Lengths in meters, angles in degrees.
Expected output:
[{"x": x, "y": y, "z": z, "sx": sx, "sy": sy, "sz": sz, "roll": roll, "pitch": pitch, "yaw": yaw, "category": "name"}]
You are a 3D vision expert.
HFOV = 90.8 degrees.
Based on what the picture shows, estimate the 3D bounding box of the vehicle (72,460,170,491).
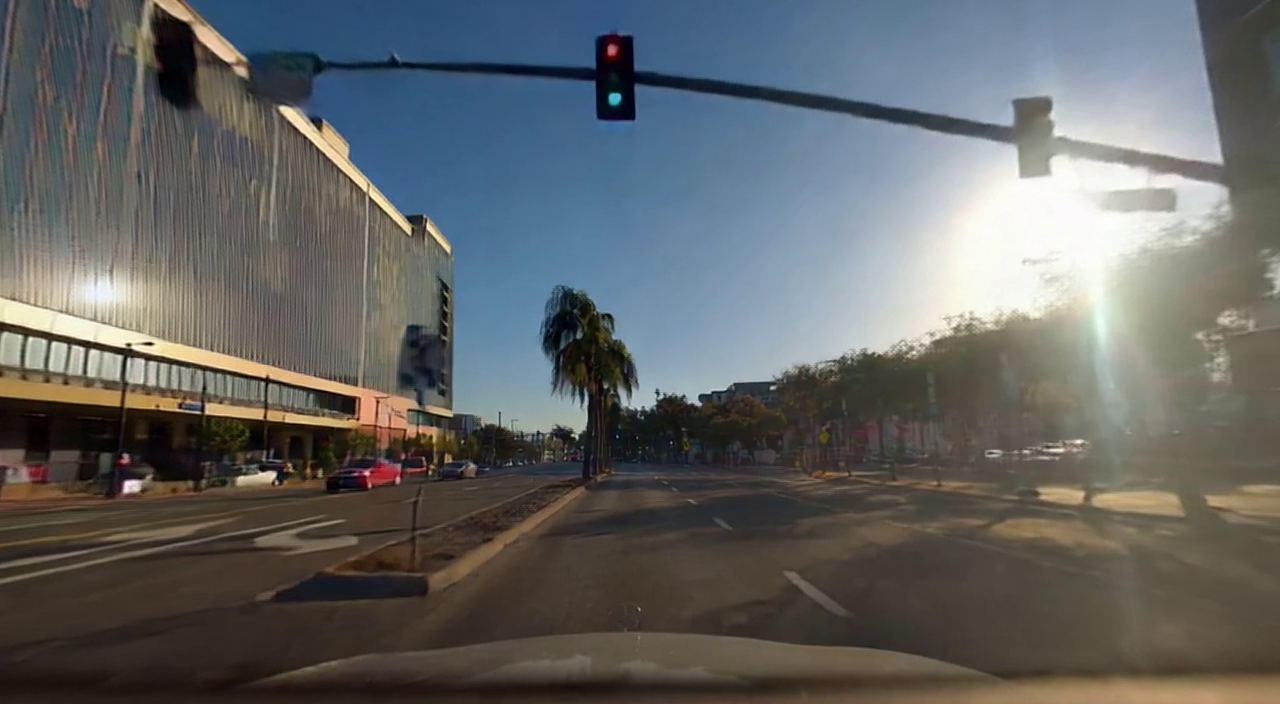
[{"x": -32.229, "y": 7.638, "z": 39.299, "sx": 4.245, "sy": 1.642, "sz": 2.013, "roll": -2, "pitch": -9, "yaw": -3, "category": "vehicle"}]

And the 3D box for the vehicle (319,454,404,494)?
[{"x": -12.935, "y": 5.662, "z": 29.663, "sx": 1.923, "sy": 1.641, "sz": 4.551, "roll": 0, "pitch": -9, "yaw": -1, "category": "vehicle"}]

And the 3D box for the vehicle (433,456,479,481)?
[{"x": -13.157, "y": 8.344, "z": 45.433, "sx": 2.036, "sy": 1.590, "sz": 4.495, "roll": 0, "pitch": -9, "yaw": 0, "category": "vehicle"}]
